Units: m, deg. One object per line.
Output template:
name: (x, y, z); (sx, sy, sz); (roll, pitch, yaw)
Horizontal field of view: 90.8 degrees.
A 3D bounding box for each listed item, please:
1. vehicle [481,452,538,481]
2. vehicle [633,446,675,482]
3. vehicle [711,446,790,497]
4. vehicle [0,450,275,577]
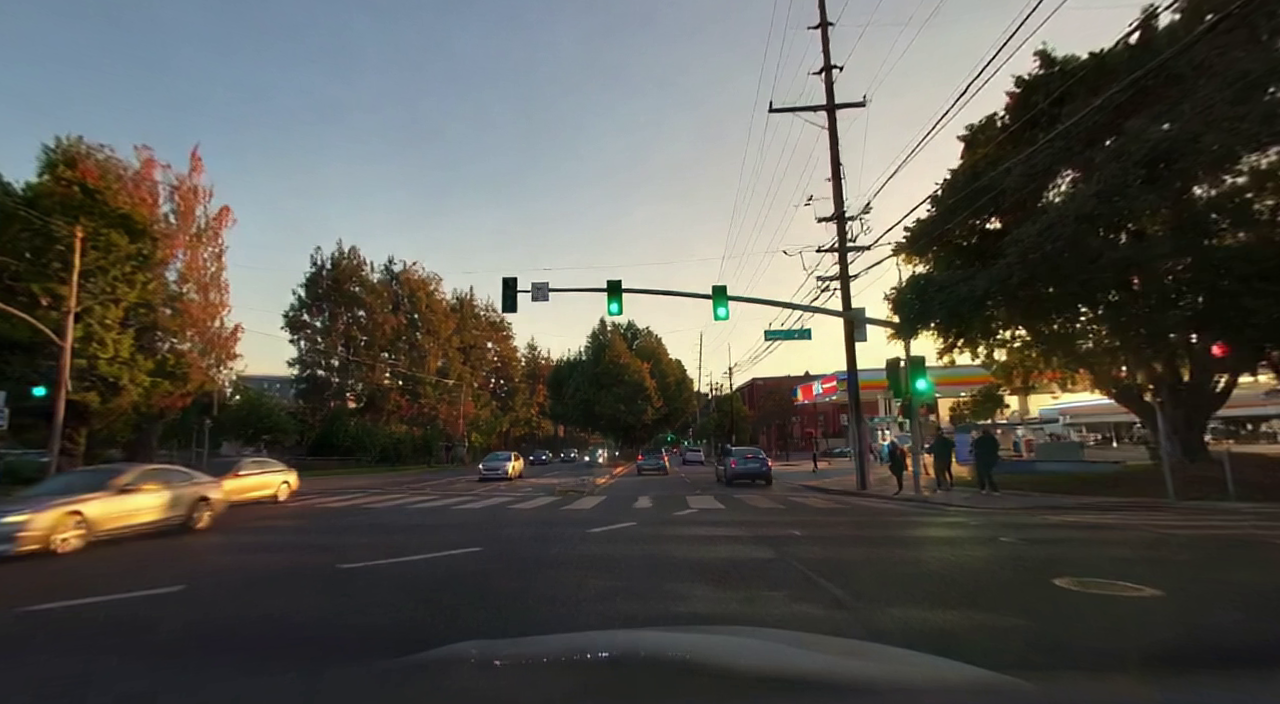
vehicle: (-7.480, 6.611, 36.727); (2.109, 1.525, 4.562); (-1, -9, 3)
vehicle: (0.780, 6.109, 34.743); (2.163, 1.825, 4.073); (-1, -9, 1)
vehicle: (3.795, 4.172, 22.445); (1.990, 1.592, 4.294); (-1, -9, 0)
vehicle: (-8.070, 2.333, 9.956); (2.031, 1.512, 4.207); (-1, -9, 2)
